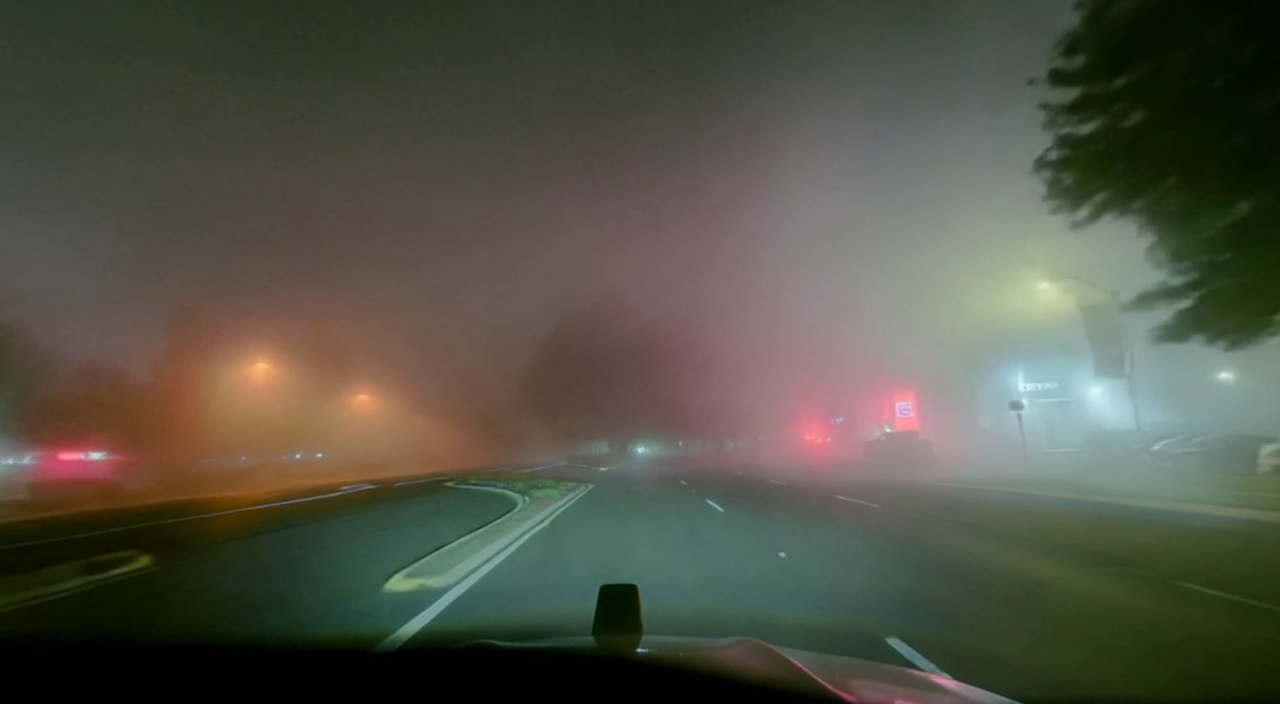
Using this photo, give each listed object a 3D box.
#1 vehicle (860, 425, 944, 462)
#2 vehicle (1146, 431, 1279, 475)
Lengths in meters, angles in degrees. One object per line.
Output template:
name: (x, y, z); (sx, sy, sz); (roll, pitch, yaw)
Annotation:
vehicle: (14.974, 5.302, 36.522); (2.195, 1.926, 5.466); (0, -9, -3)
vehicle: (19.808, 3.354, 21.048); (4.182, 1.374, 1.966); (0, -9, 0)
